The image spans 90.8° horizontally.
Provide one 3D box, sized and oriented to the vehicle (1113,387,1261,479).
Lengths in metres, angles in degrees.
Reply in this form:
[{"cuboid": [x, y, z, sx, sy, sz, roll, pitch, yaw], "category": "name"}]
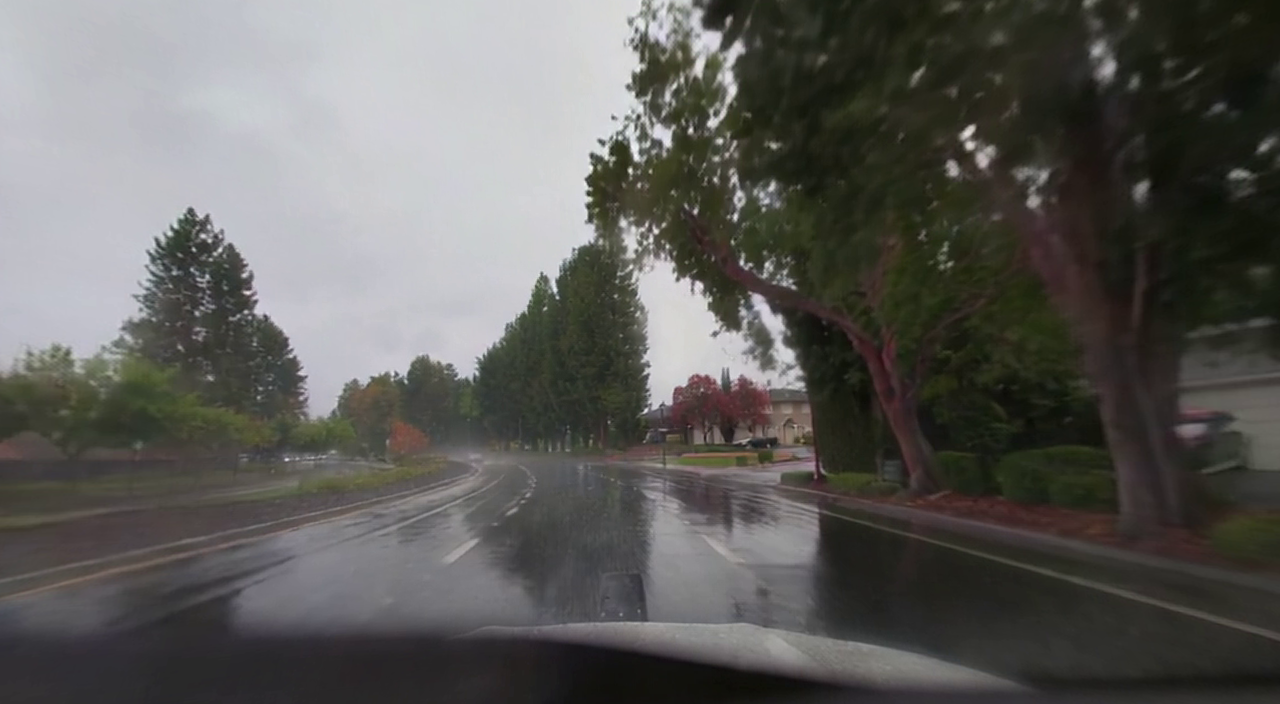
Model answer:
[{"cuboid": [13.351, 2.037, 15.298, 2.110, 1.863, 4.977, -11, -14, 44], "category": "vehicle"}]
